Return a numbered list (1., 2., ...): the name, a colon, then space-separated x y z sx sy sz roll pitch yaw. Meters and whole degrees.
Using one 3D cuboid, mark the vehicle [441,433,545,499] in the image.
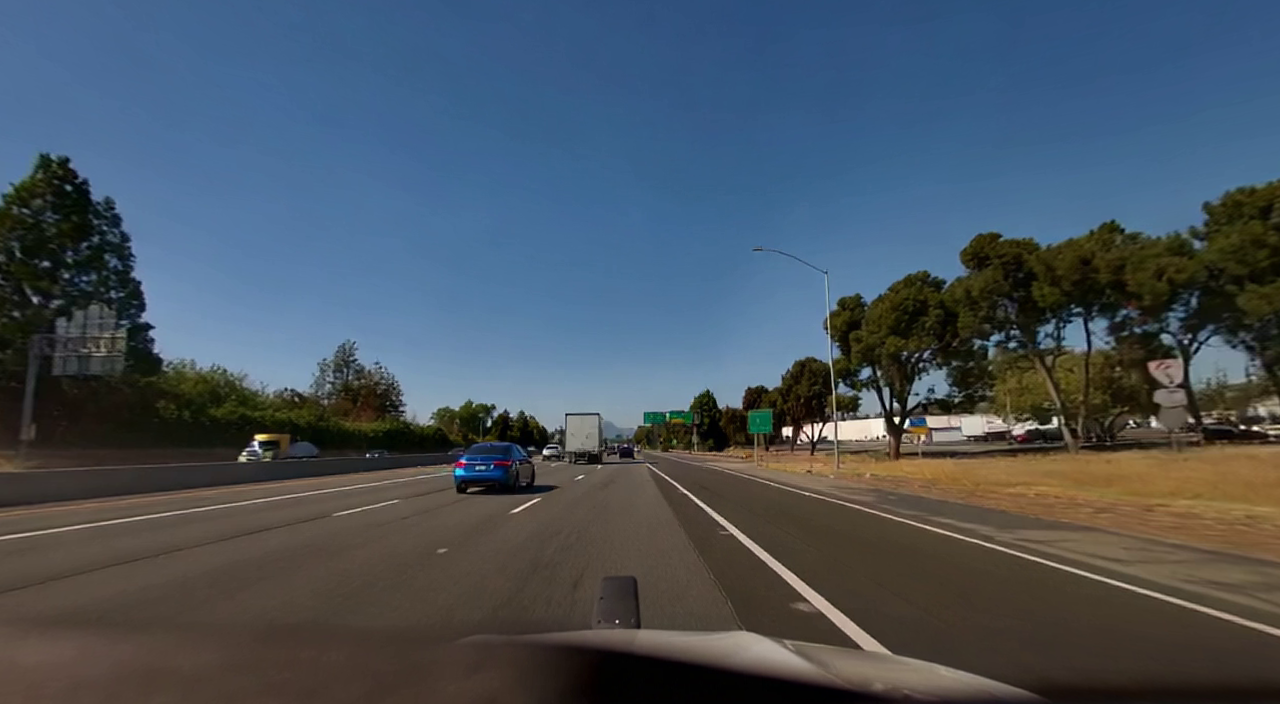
1. vehicle: -4.101 3.250 18.378 2.033 1.669 4.112 0 -9 0
